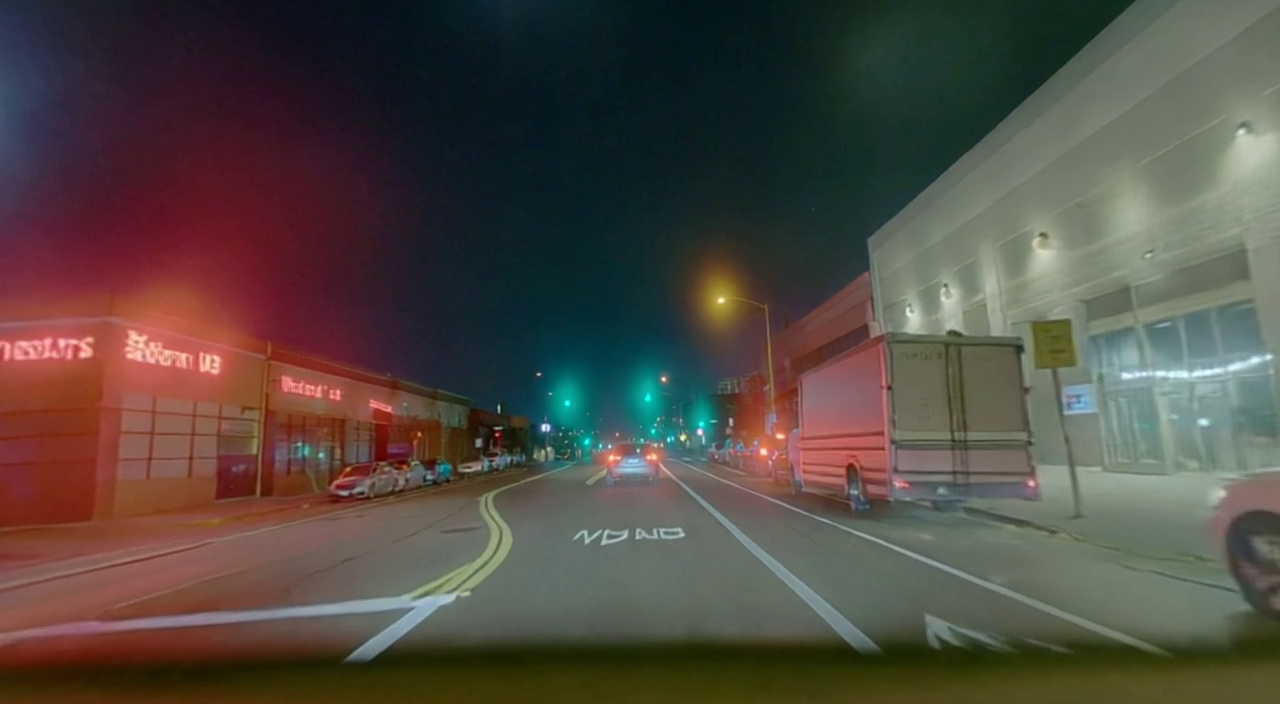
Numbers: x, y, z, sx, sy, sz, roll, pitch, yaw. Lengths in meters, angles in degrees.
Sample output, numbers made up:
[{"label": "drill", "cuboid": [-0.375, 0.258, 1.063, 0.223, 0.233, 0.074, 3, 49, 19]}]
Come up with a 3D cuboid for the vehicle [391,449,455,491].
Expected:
[{"label": "vehicle", "cuboid": [-11.472, 6.230, 33.748, 1.872, 1.731, 4.656, -4, -6, -2]}]

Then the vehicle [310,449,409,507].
[{"label": "vehicle", "cuboid": [-11.327, 5.053, 25.843, 2.055, 1.685, 4.370, -5, -6, -1]}]

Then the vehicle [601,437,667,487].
[{"label": "vehicle", "cuboid": [-0.198, 3.799, 22.161, 2.086, 1.575, 4.205, 0, -8, 0]}]

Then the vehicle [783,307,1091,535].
[{"label": "vehicle", "cuboid": [5.428, 1.570, 13.548, 2.893, 3.553, 7.295, 0, -8, -1]}]

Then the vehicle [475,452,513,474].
[{"label": "vehicle", "cuboid": [-11.186, 8.504, 48.668, 1.868, 1.502, 4.626, 0, -8, -1]}]

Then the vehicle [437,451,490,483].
[{"label": "vehicle", "cuboid": [-11.190, 7.305, 40.361, 1.920, 1.498, 4.591, -5, -6, 2]}]

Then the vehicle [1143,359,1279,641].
[{"label": "vehicle", "cuboid": [5.585, 0.741, 2.491, 2.367, 1.917, 5.810, 0, -8, 0]}]
